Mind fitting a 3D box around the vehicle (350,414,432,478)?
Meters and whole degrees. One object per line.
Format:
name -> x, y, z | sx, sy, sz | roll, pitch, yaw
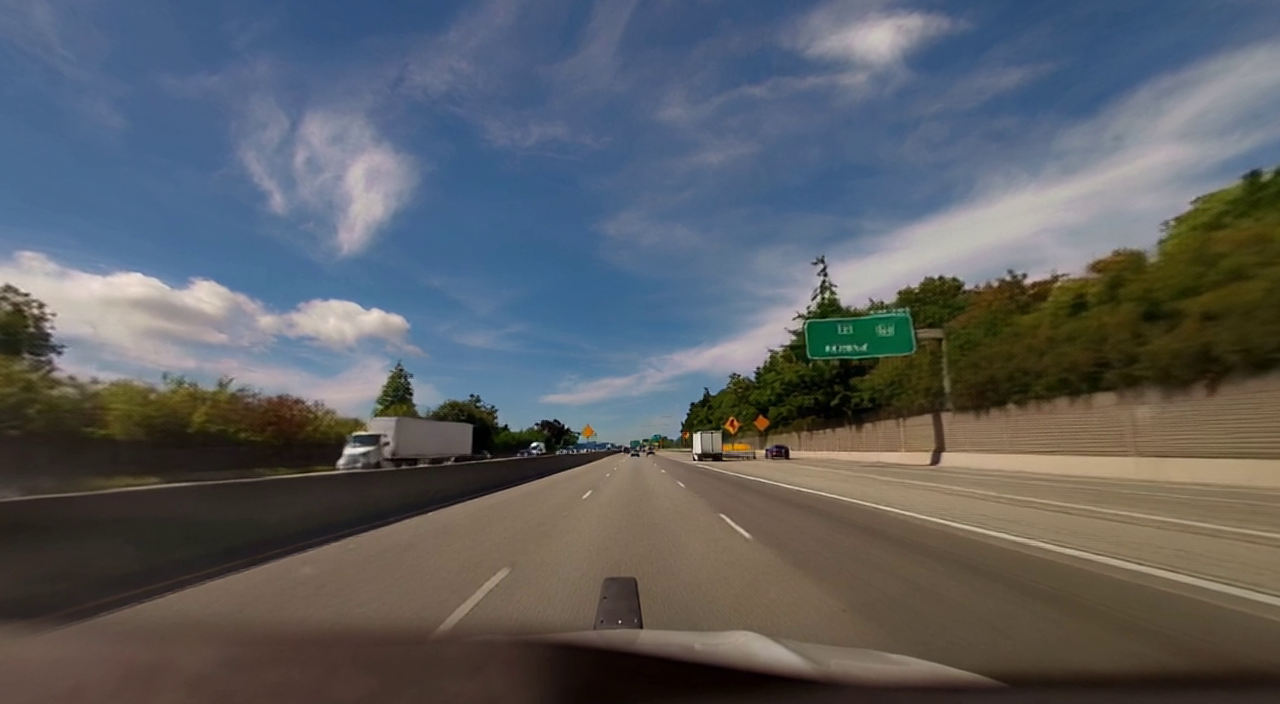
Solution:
vehicle -> -16.420, 6.267, 41.935 | 2.988, 3.980, 5.849 | 0, -9, 0
